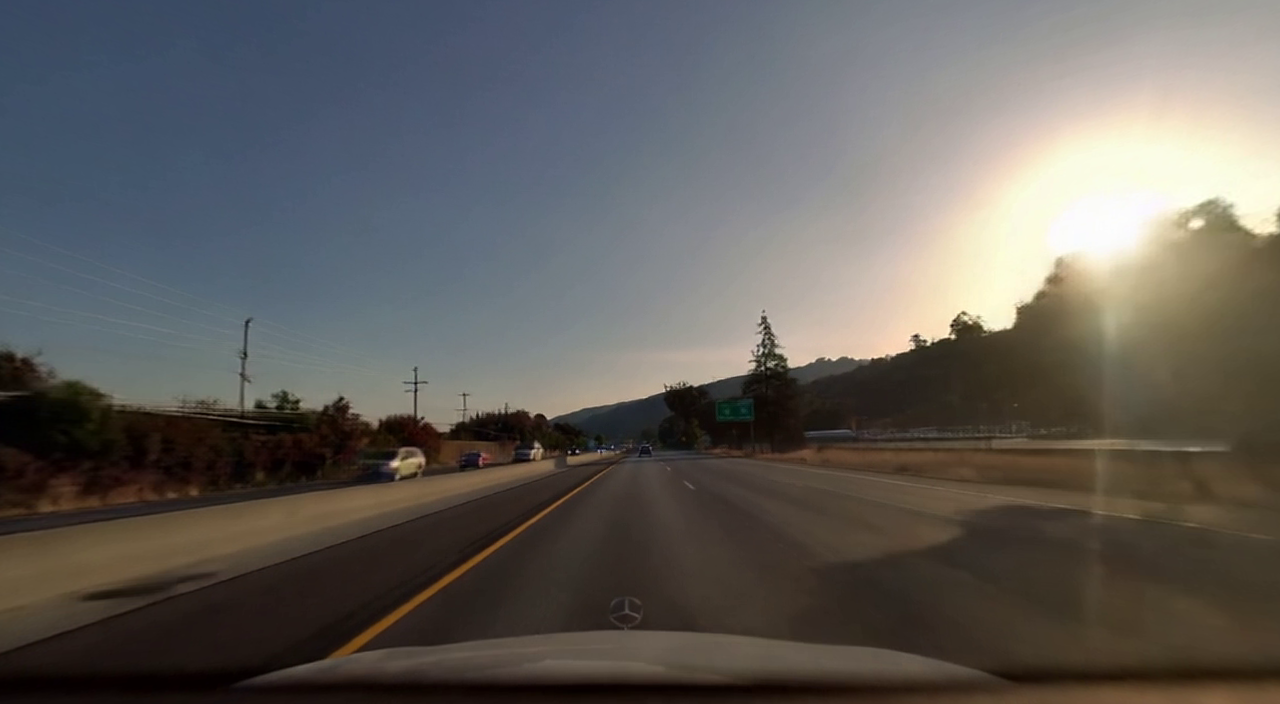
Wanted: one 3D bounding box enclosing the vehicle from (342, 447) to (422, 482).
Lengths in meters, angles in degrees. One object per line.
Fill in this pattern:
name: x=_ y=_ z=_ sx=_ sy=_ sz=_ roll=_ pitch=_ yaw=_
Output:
vehicle: x=-14.379 y=6.270 z=35.578 sx=2.340 sy=1.786 sz=5.003 roll=0 pitch=-8 yaw=1
